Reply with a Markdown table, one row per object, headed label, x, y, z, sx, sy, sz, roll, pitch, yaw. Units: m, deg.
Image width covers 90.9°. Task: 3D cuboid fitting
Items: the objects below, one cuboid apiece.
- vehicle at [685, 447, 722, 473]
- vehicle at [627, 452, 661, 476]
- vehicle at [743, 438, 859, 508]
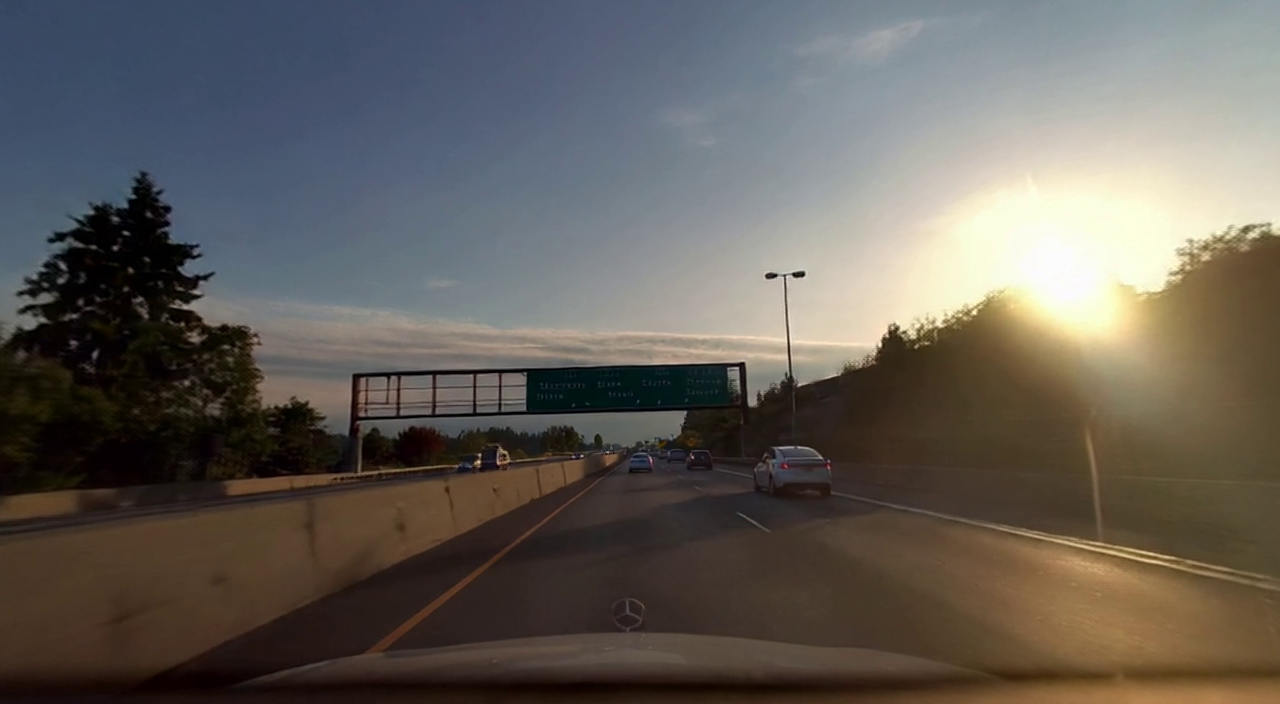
| label | x | y | z | sx | sy | sz | roll | pitch | yaw |
| --- | --- | --- | --- | --- | --- | --- | --- | --- | --- |
| vehicle | 4.181 | 7.161 | 41.872 | 1.935 | 1.594 | 3.981 | 0 | -9 | -1 |
| vehicle | 0.237 | 6.826 | 38.620 | 2.012 | 1.320 | 3.777 | 0 | -9 | 0 |
| vehicle | 4.242 | 3.273 | 17.476 | 1.969 | 1.639 | 4.472 | 0 | -9 | -1 |
